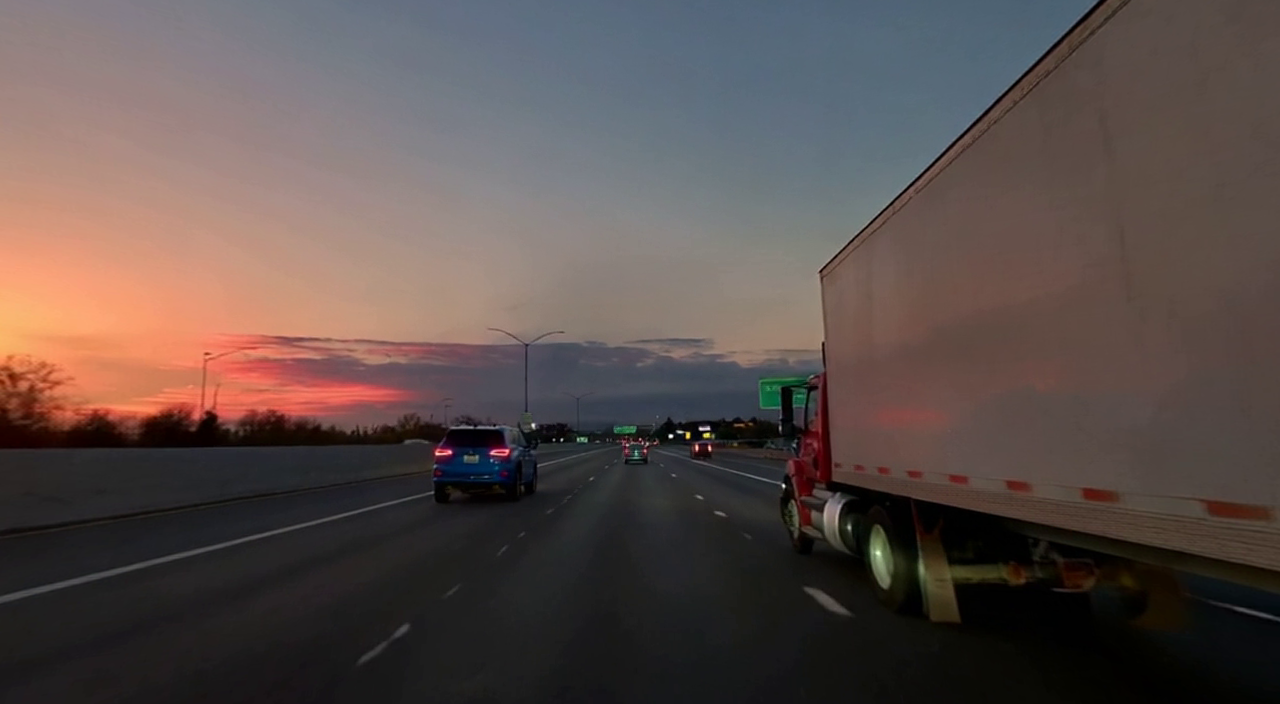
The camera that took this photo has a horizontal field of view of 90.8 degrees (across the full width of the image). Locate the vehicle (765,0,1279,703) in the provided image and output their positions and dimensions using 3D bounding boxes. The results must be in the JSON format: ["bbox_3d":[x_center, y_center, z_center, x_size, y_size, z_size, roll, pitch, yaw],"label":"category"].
[{"bbox_3d":[3.365,0.215,3.626,2.934,3.325,10.986,0,-8,-1],"label":"vehicle"}]

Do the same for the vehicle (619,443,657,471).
[{"bbox_3d":[-0.122,5.694,34.495,1.929,1.395,3.999,0,-8,-1],"label":"vehicle"}]

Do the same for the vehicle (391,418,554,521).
[{"bbox_3d":[-3.312,2.436,13.654,2.229,1.806,4.698,0,-8,0],"label":"vehicle"}]
